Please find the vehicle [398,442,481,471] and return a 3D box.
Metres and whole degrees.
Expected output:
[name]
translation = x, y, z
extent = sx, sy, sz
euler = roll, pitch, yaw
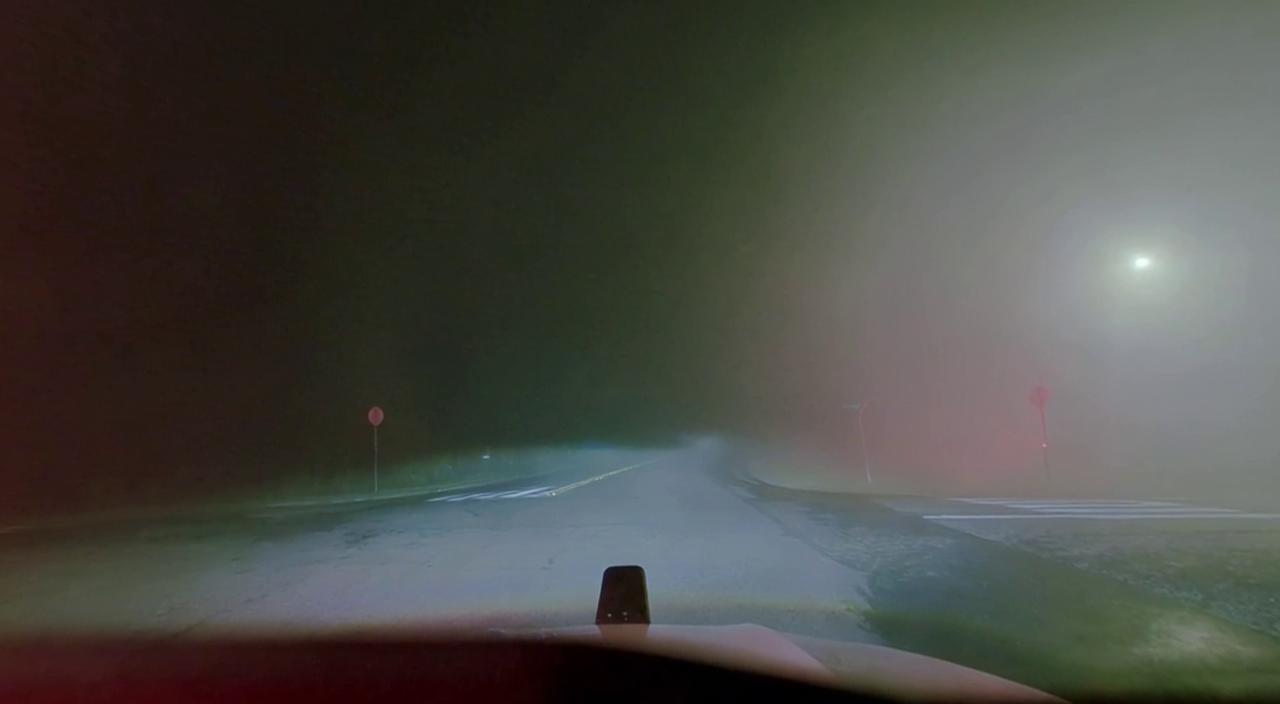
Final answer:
[vehicle]
translation = -12.676, 6.628, 40.074
extent = 4.590, 1.735, 1.973
euler = -1, -9, 3
